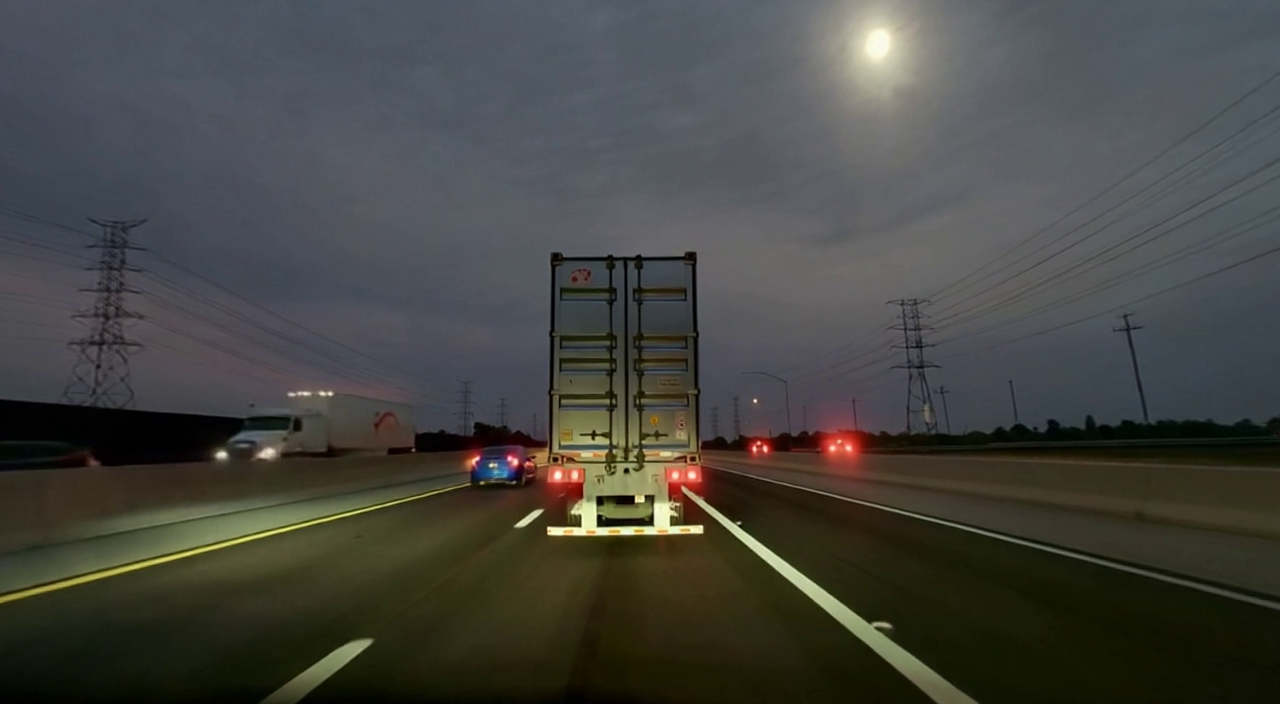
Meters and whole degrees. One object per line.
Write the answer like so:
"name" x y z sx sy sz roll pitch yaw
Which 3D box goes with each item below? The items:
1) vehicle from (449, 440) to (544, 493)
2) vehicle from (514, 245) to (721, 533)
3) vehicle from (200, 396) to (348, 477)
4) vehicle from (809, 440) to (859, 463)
"vehicle" -4.434 3.598 20.333 1.993 1.475 4.540 -1 -9 0
"vehicle" -0.333 1.354 14.941 2.841 4.071 12.046 -1 -9 0
"vehicle" -16.526 3.947 29.263 2.949 3.275 6.439 -1 -9 0
"vehicle" 13.455 6.928 44.136 2.020 1.546 4.336 0 -9 -2
